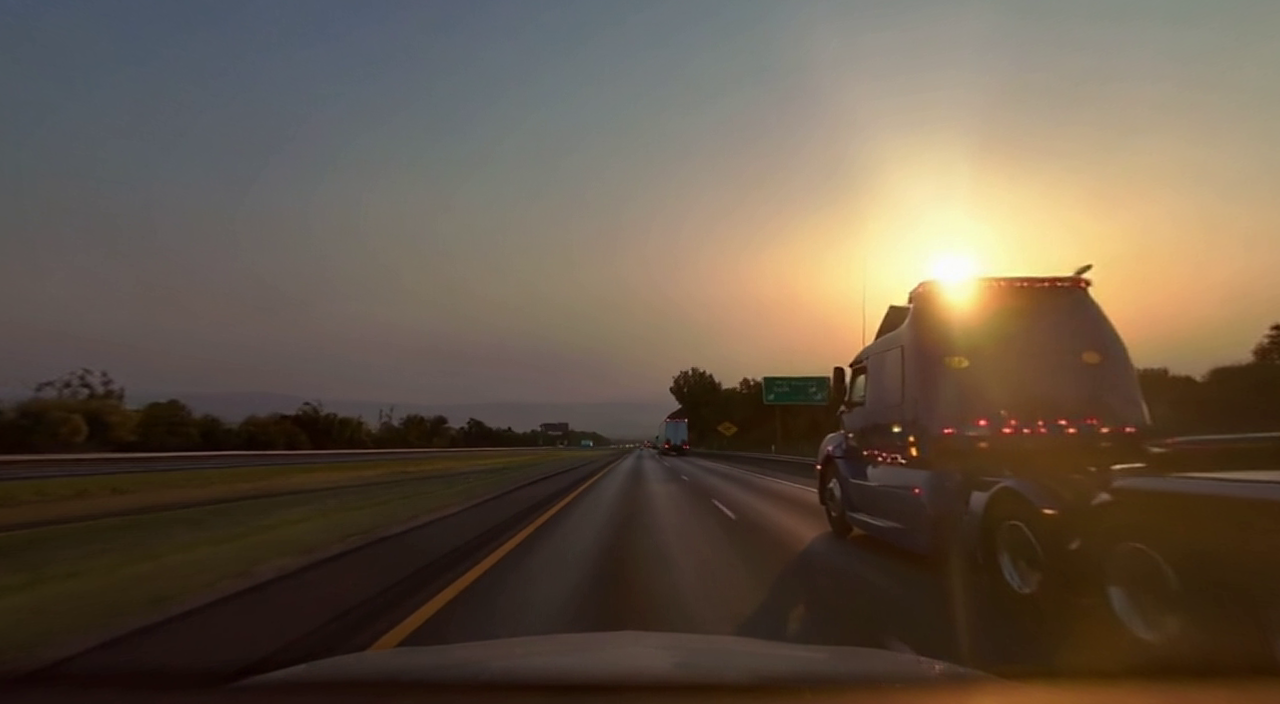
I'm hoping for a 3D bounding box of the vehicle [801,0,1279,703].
[{"bbox_3d":[4.063,0.026,4.888,3.080,4.016,9.760,0,-9,1],"label":"vehicle"}]
